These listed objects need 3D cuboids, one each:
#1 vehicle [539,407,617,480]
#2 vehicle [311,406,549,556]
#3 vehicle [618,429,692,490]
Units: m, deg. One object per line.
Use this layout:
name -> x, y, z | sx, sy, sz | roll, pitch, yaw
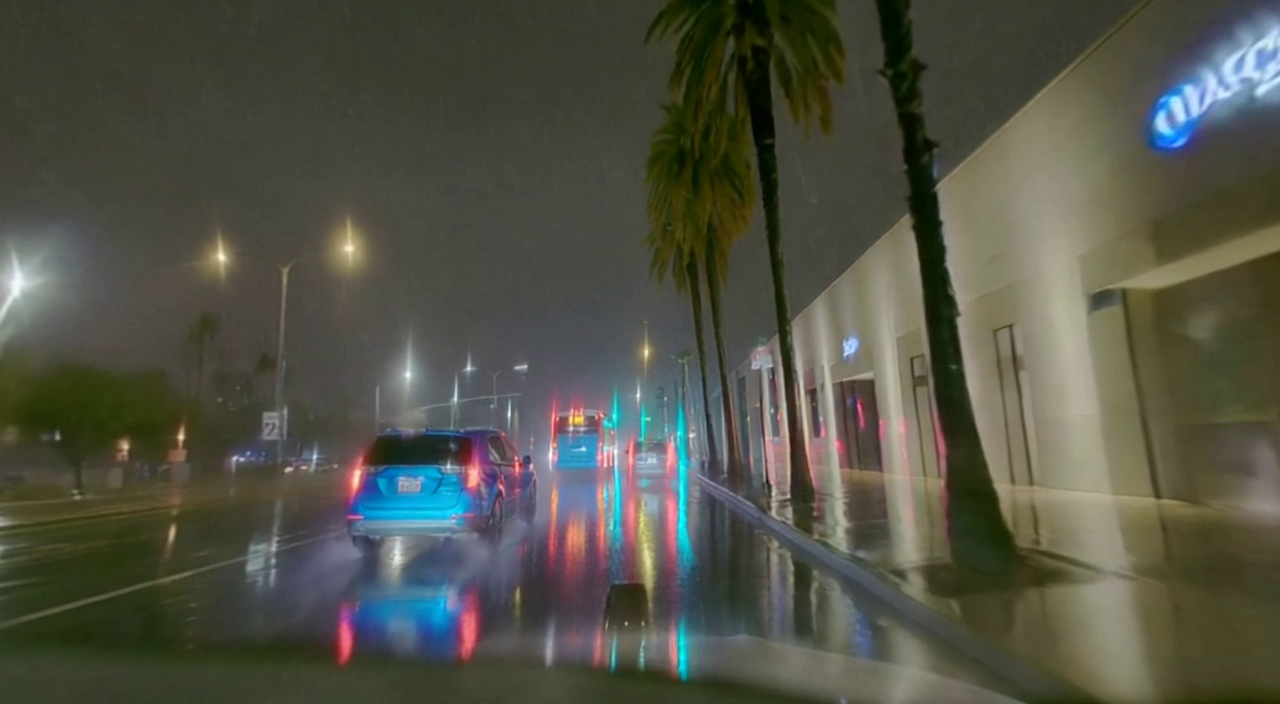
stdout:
vehicle -> -2.741, 4.439, 30.643 | 2.775, 3.064, 8.297 | 0, -8, 1
vehicle -> -2.876, 1.899, 9.987 | 2.124, 1.799, 4.587 | 0, -8, 1
vehicle -> 0.443, 3.399, 20.195 | 2.120, 1.727, 3.917 | 0, -8, 0
